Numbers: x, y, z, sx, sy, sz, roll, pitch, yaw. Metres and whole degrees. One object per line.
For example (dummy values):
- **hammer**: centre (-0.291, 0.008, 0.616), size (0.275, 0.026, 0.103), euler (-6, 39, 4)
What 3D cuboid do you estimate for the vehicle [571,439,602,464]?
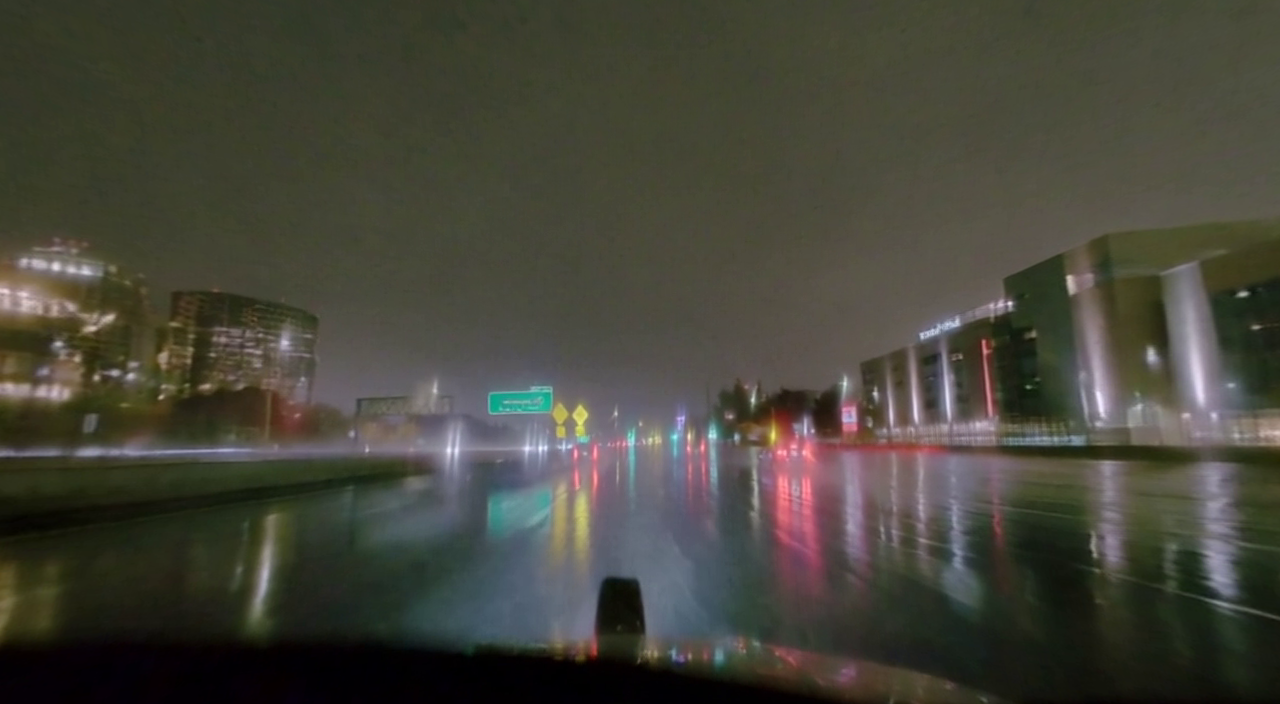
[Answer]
- **vehicle**: centre (-4.019, 7.557, 48.196), size (2.047, 1.786, 4.217), euler (0, -8, -1)
